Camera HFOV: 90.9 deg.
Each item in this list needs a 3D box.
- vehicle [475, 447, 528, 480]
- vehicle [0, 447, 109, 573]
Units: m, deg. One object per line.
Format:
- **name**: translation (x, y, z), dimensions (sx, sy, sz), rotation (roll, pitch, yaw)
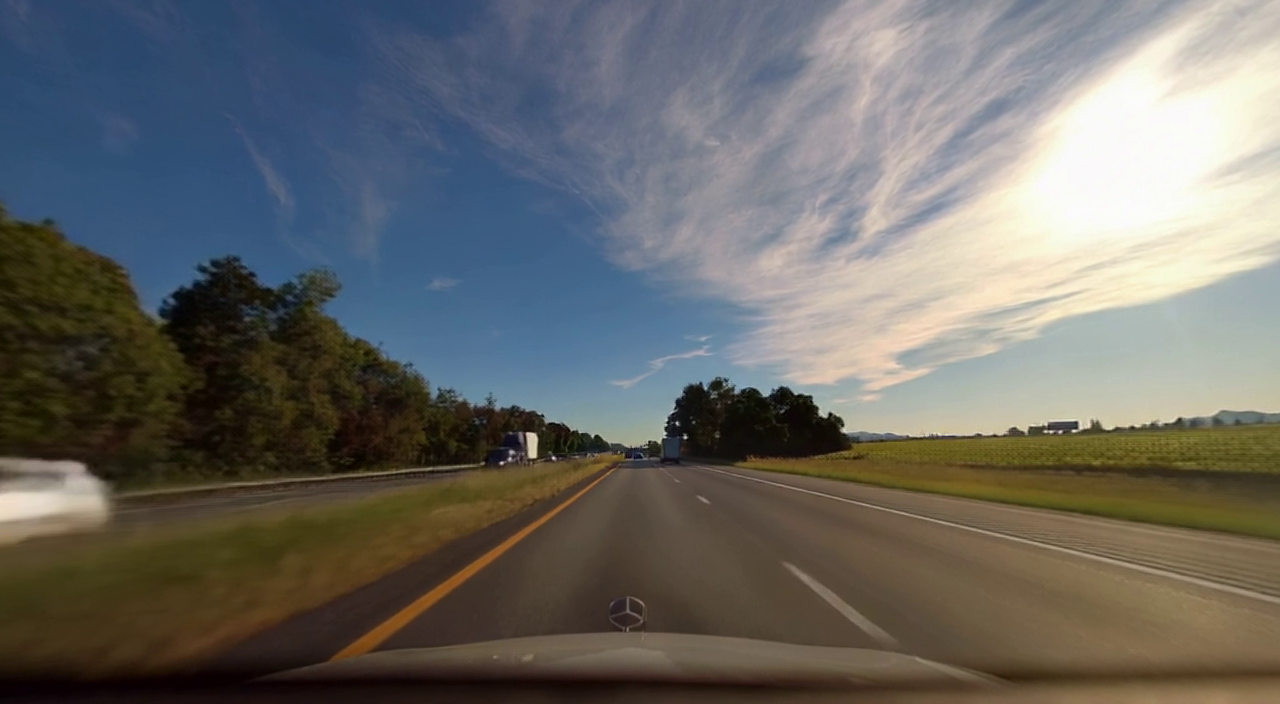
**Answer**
- **vehicle**: translation (-8.582, 6.948, 39.541), dimensions (2.135, 1.906, 5.000), rotation (0, -9, 1)
- **vehicle**: translation (-8.705, 1.839, 7.111), dimensions (1.858, 1.512, 4.033), rotation (0, -9, 0)
